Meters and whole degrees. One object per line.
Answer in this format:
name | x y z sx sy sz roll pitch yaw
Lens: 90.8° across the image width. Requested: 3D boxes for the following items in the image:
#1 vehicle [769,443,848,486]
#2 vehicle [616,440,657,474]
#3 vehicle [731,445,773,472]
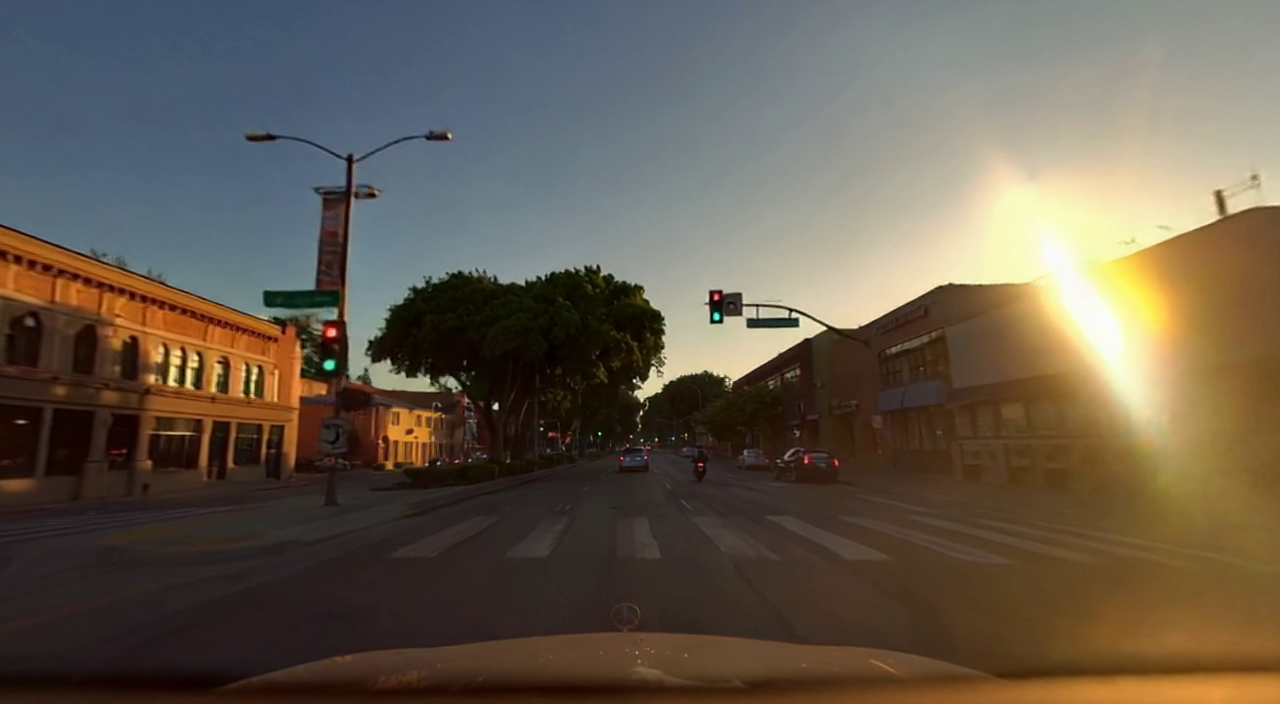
vehicle | 6.807 4.588 26.033 2.069 1.590 4.066 0 -9 -1
vehicle | -0.252 5.922 35.839 2.223 1.775 4.250 0 -9 -2
vehicle | 6.924 6.600 39.333 1.785 1.586 3.896 0 -9 -2
